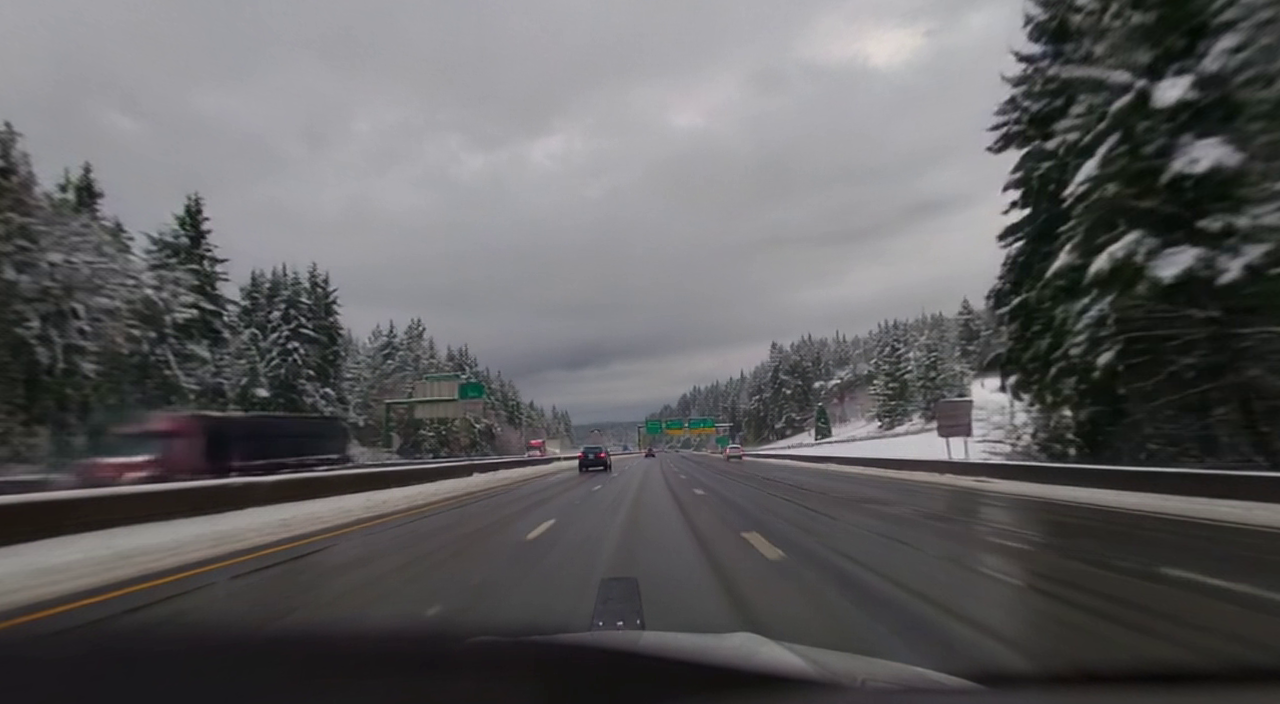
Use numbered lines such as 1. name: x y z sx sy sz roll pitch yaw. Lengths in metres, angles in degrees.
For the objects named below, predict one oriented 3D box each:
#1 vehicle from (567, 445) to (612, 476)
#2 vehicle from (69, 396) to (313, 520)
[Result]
1. vehicle: -2.820 6.164 36.077 2.086 1.650 4.122 -1 -9 2
2. vehicle: -14.123 3.442 20.838 2.450 3.334 7.290 0 -9 1
